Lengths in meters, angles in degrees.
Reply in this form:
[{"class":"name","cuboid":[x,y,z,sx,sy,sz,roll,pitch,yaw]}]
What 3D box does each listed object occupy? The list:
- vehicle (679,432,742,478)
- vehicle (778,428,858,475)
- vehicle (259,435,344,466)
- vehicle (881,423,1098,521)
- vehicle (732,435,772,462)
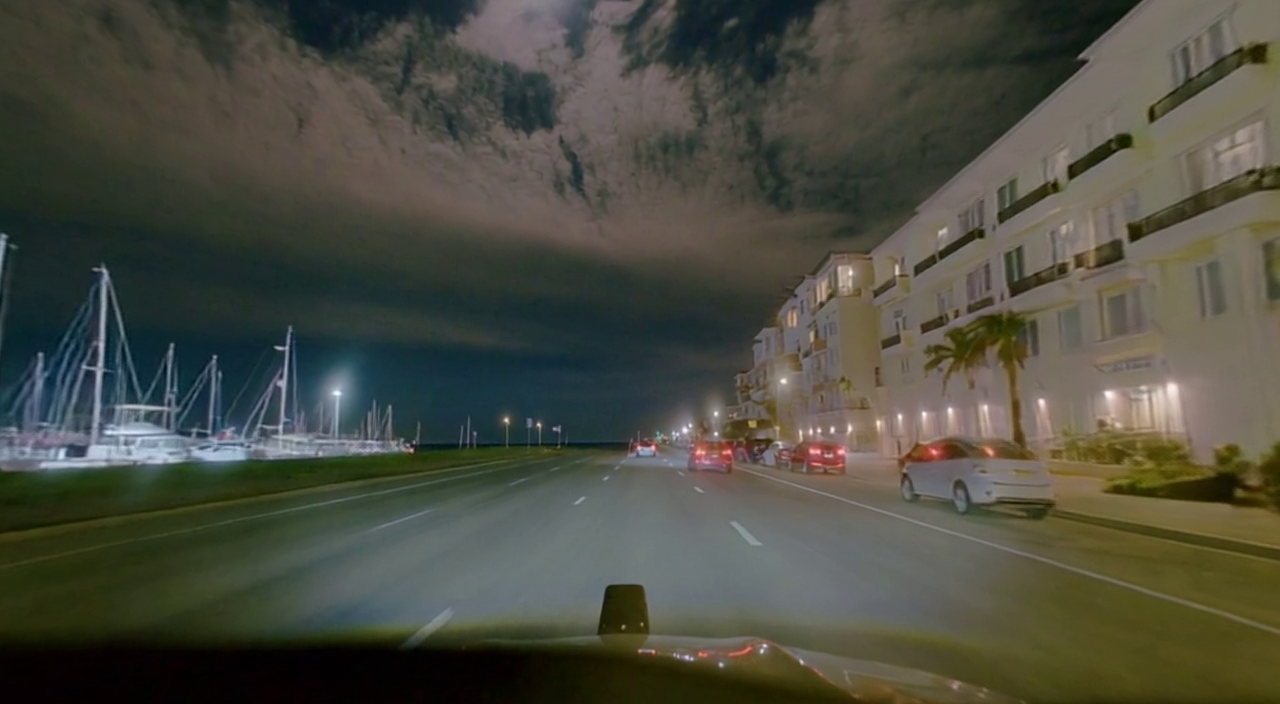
[{"class":"vehicle","cuboid":[2.690,4.055,25.032,2.047,1.640,4.051,0,-8,0]},{"class":"vehicle","cuboid":[7.992,4.517,28.836,2.056,1.896,5.062,0,-8,-1]},{"class":"vehicle","cuboid":[-17.953,5.254,33.724,1.840,1.522,4.695,-1,-8,2]},{"class":"vehicle","cuboid":[7.253,2.527,13.850,2.029,1.750,4.825,0,-8,1]},{"class":"vehicle","cuboid":[8.027,6.986,45.702,1.969,1.852,4.513,0,-8,-1]}]
